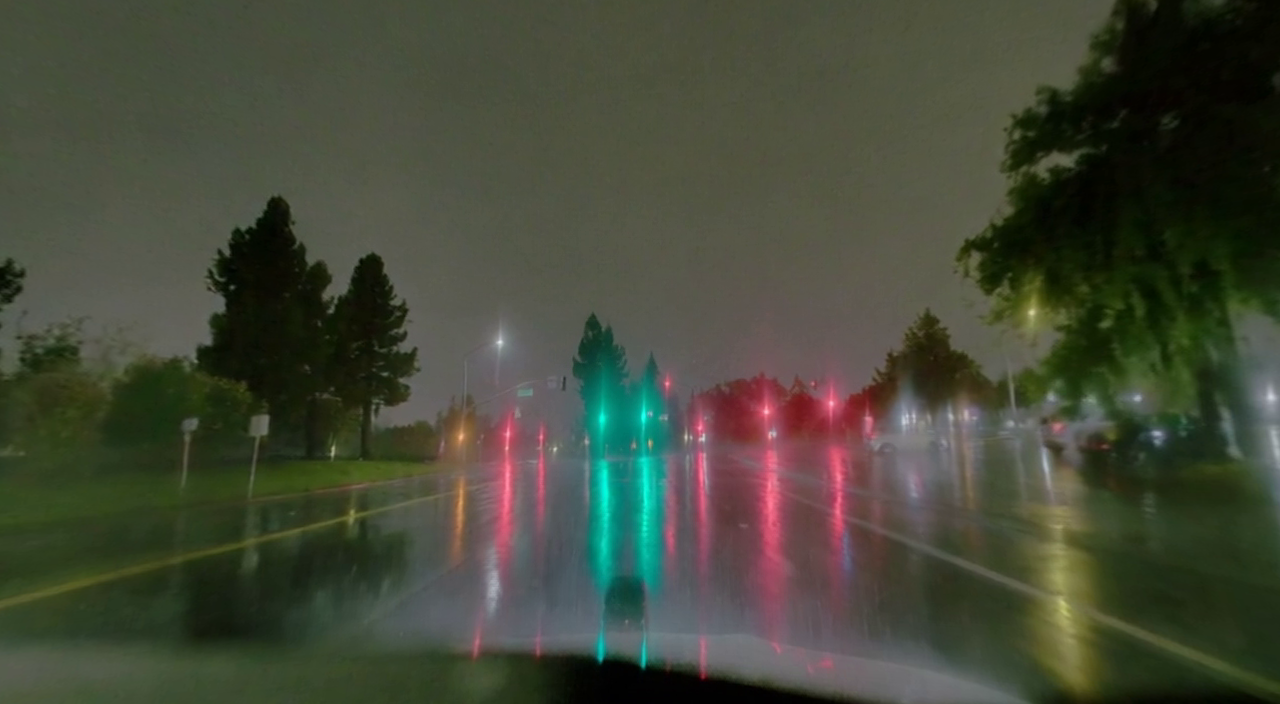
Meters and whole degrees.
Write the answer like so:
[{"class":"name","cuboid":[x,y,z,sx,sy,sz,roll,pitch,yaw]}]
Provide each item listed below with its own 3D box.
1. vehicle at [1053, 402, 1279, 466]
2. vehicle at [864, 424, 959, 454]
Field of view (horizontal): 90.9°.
[{"class":"vehicle","cuboid":[13.598,2.128,16.331,4.343,1.500,2.011,0,-8,0]},{"class":"vehicle","cuboid":[14.285,4.622,33.344,4.167,1.476,1.871,-1,-8,1]}]
